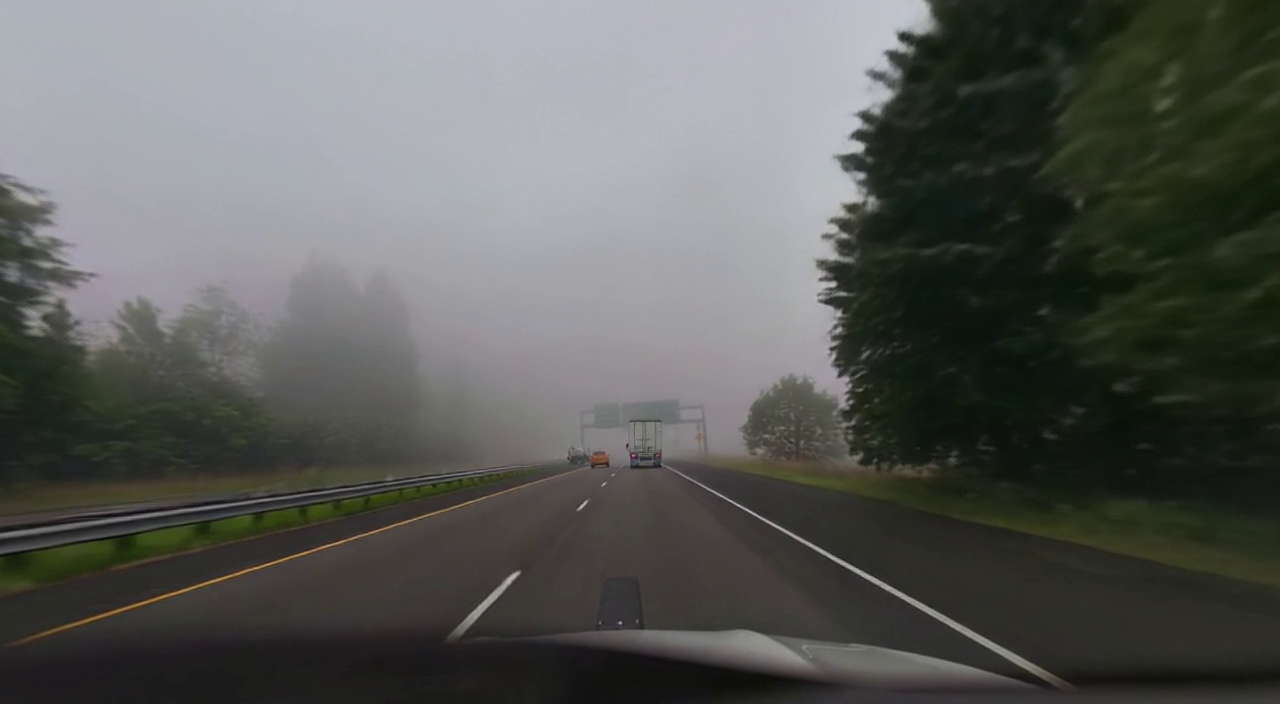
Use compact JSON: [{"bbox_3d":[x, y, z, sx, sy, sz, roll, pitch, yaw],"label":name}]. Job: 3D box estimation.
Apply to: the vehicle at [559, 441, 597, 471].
[{"bbox_3d":[-4.255,7.219,43.994,2.168,1.980,4.622,0,-9,0],"label":"vehicle"}]
